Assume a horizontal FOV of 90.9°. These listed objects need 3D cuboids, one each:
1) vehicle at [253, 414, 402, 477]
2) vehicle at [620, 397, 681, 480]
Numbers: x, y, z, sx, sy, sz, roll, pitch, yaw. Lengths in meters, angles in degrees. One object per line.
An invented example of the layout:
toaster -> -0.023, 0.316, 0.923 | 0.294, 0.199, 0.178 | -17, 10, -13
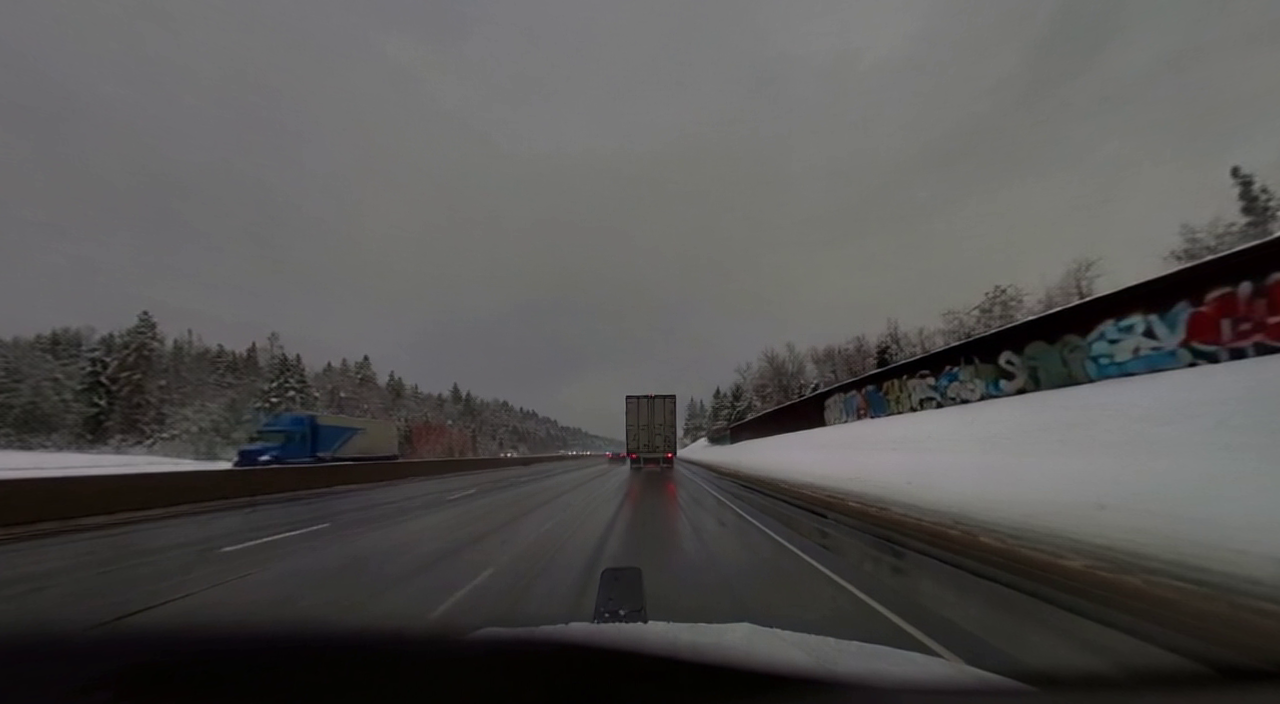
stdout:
vehicle -> -23.643, 7.392, 49.589 | 2.997, 4.110, 16.358 | 0, -9, 1
vehicle -> 0.535, 5.113, 36.774 | 2.997, 4.069, 10.871 | 0, -9, 0
